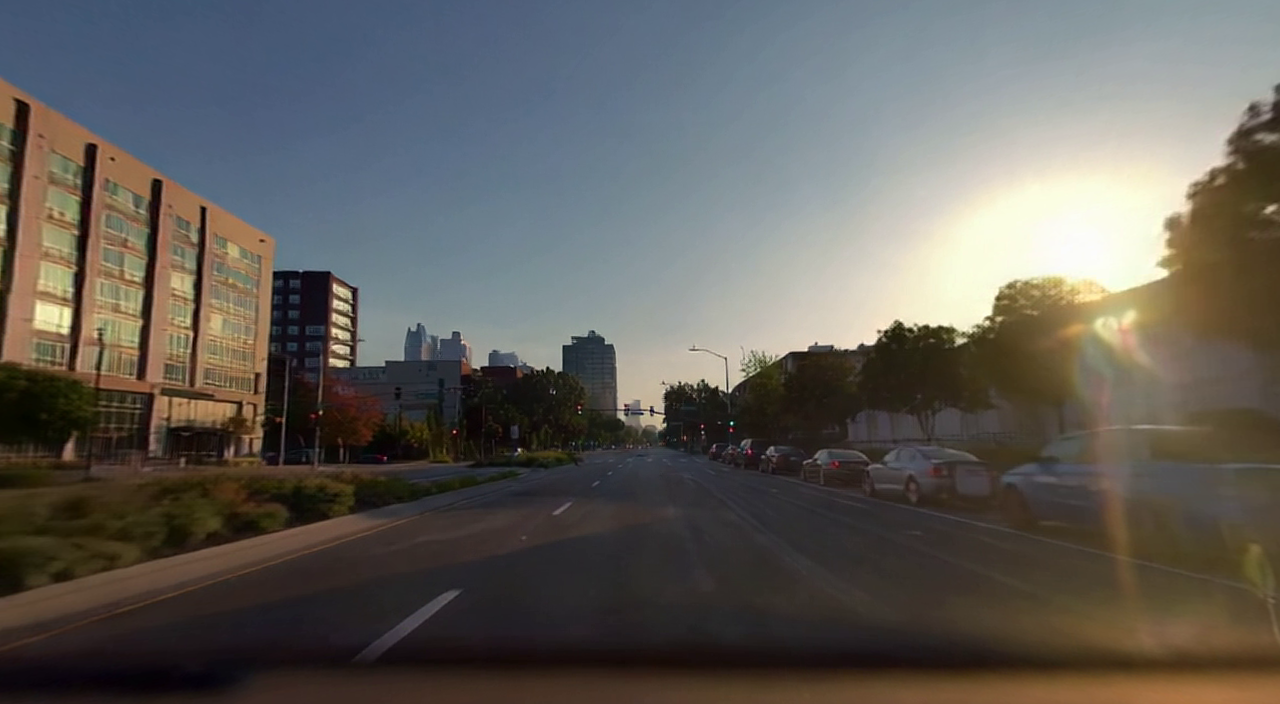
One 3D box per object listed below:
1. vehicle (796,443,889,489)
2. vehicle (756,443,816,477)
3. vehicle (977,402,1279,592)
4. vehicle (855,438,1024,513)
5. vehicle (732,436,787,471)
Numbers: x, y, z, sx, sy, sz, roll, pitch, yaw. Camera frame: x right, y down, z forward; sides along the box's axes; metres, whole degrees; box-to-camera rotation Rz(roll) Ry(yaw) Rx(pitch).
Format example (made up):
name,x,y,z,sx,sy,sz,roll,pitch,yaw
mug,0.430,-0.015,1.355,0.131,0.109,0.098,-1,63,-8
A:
name,x,y,z,sx,sy,sz,roll,pitch,yaw
vehicle,7.101,4.019,22.537,1.864,1.466,4.352,0,-9,0
vehicle,6.938,5.182,30.348,1.863,1.512,4.525,0,-9,1
vehicle,6.669,1.673,8.116,1.977,1.732,4.555,0,-9,-1
vehicle,6.980,2.900,15.314,1.884,1.523,4.746,0,-9,1
vehicle,6.881,5.922,36.731,2.169,1.876,4.931,0,-9,0
